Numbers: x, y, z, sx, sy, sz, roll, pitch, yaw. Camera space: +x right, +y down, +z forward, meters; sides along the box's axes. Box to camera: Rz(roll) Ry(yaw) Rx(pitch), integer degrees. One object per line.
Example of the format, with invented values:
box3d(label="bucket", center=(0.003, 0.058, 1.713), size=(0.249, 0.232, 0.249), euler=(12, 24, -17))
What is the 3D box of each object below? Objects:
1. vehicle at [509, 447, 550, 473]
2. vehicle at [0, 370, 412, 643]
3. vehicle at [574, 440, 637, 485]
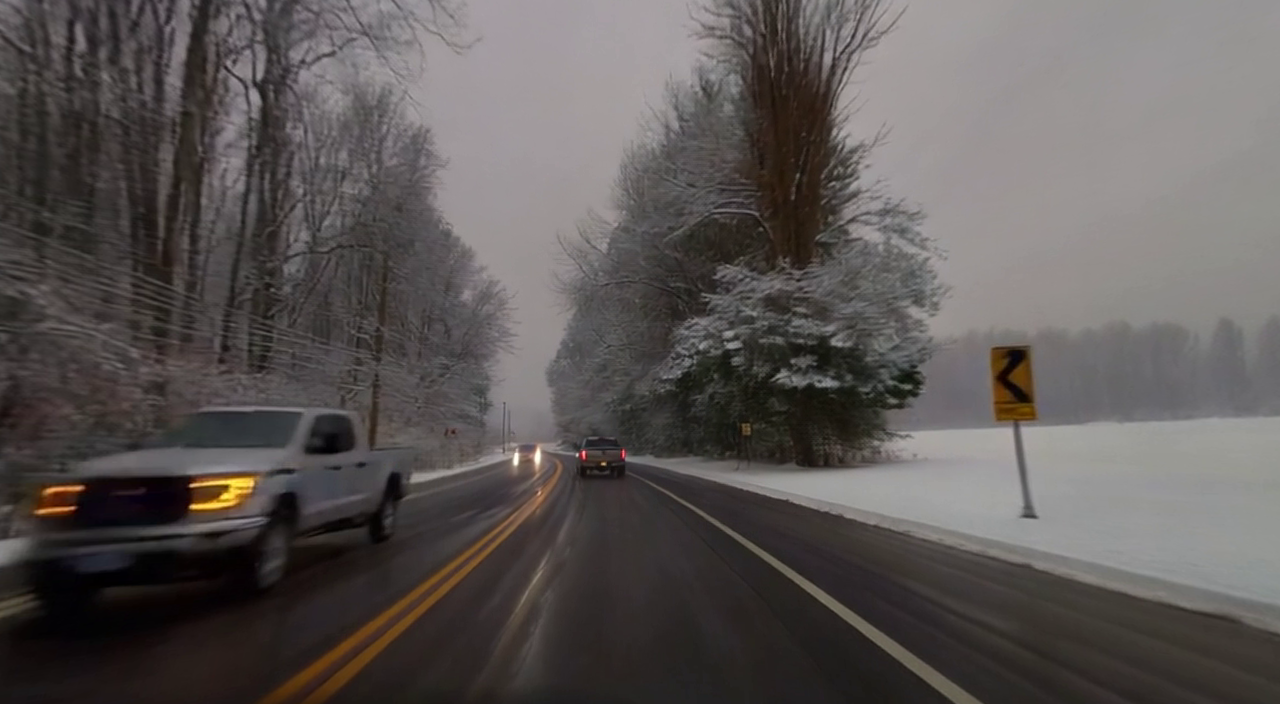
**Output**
box3d(label="vehicle", center=(-7.058, 6.950, 40.940), size=(2.166, 1.513, 4.519), euler=(0, -8, -4))
box3d(label="vehicle", center=(-4.618, 1.495, 7.167), size=(2.374, 1.989, 4.909), euler=(0, -8, -2))
box3d(label="vehicle", center=(-1.593, 4.957, 28.819), size=(2.631, 1.798, 5.331), euler=(0, -8, -4))
